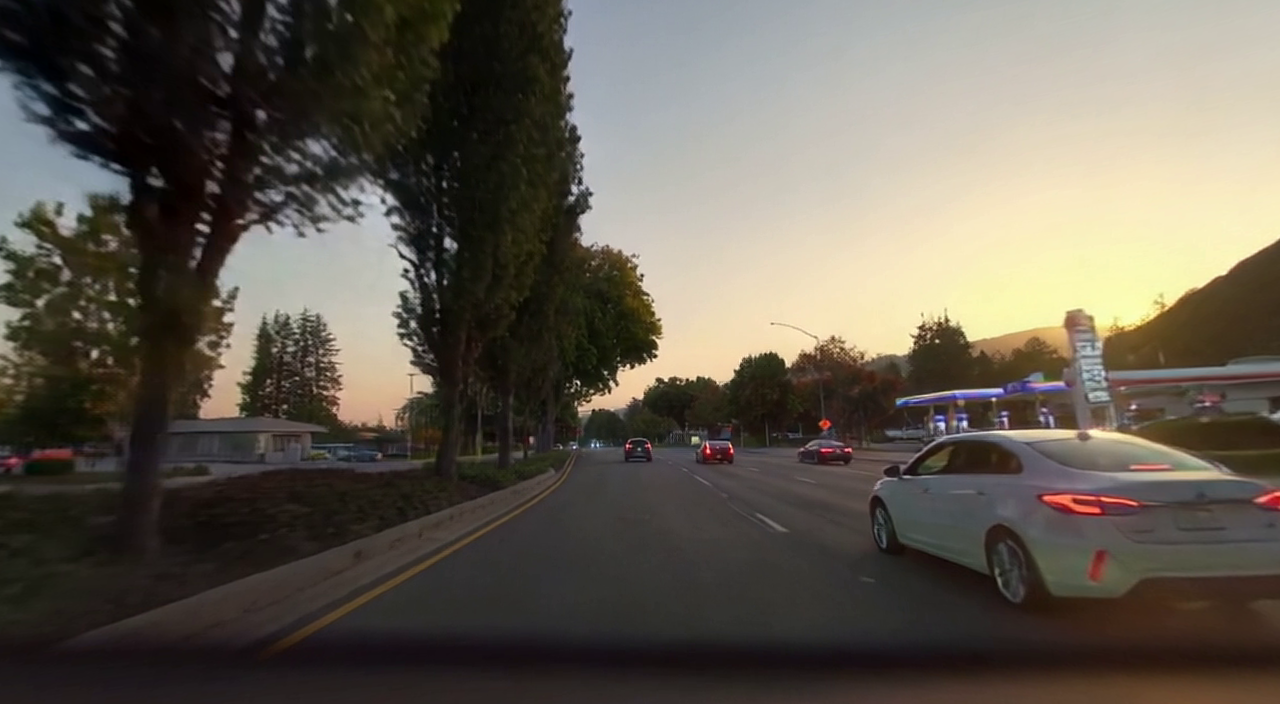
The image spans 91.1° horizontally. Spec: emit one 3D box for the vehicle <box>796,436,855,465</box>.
[{"bbox_3d":[10.120,5.405,34.508,1.906,1.488,4.251,0,-9,0],"label":"vehicle"}]

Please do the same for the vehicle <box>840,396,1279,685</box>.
[{"bbox_3d":[3.678,1.342,5.731,2.119,1.509,4.756,0,-9,0],"label":"vehicle"}]

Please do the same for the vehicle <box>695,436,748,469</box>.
[{"bbox_3d":[3.984,5.012,31.383,1.980,1.515,4.362,0,-9,-1],"label":"vehicle"}]

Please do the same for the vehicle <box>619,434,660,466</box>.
[{"bbox_3d":[-0.052,5.541,35.603,2.172,1.694,4.055,0,-9,-1],"label":"vehicle"}]
